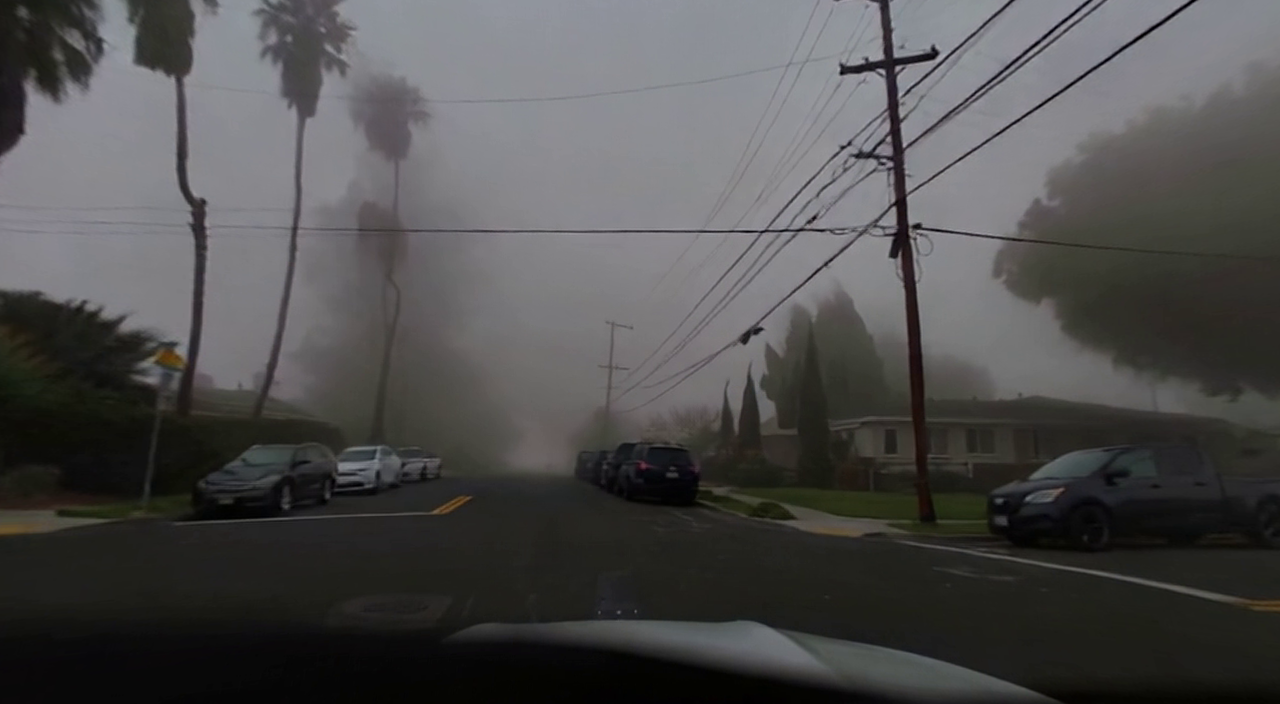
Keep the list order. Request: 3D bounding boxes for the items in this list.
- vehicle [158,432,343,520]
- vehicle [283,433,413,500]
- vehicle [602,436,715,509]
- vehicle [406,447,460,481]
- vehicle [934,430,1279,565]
[{"bbox_3d":[-8.849,2.818,14.940,2.198,1.724,4.493,2,-9,-11],"label":"vehicle"},{"bbox_3d":[-9.775,3.862,21.860,2.301,1.939,6.143,1,-9,-8],"label":"vehicle"},{"bbox_3d":[0.347,3.618,19.646,2.505,1.895,5.805,2,-9,-8],"label":"vehicle"},{"bbox_3d":[-12.305,6.681,37.874,2.178,1.865,4.658,1,-9,-8],"label":"vehicle"},{"bbox_3d":[8.880,2.477,11.522,5.971,1.967,2.385,0,-9,-11],"label":"vehicle"}]
